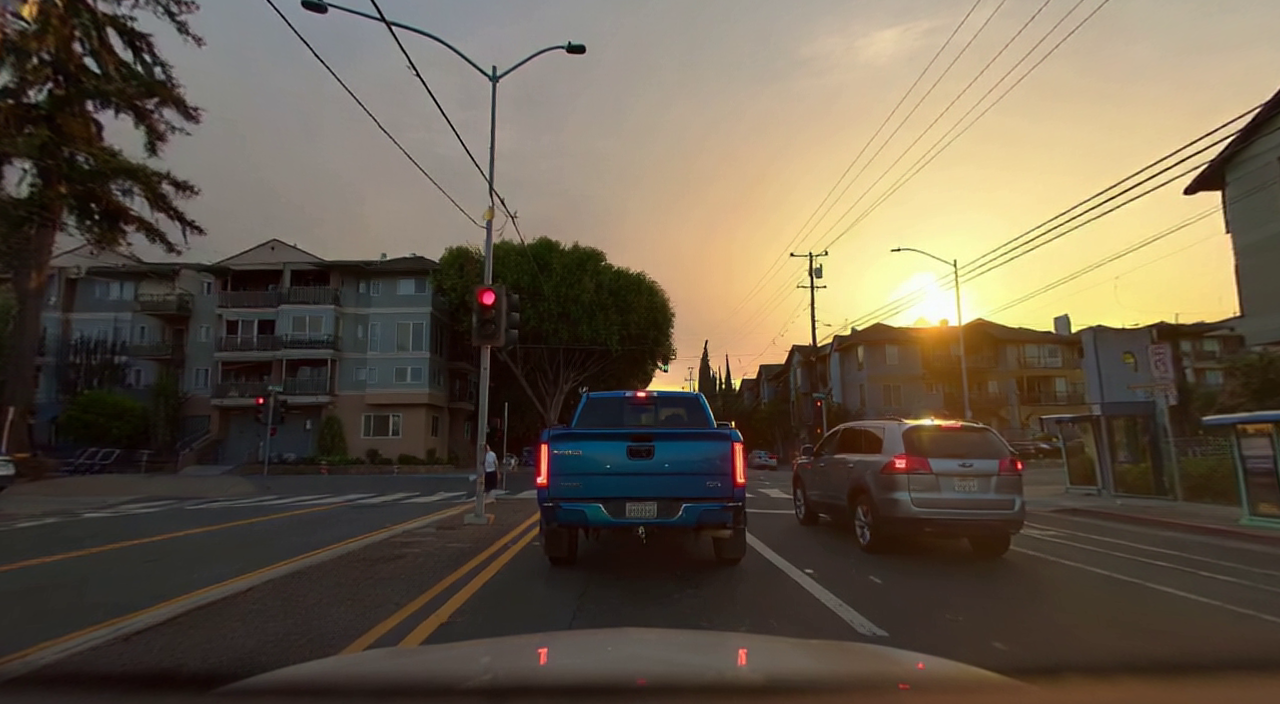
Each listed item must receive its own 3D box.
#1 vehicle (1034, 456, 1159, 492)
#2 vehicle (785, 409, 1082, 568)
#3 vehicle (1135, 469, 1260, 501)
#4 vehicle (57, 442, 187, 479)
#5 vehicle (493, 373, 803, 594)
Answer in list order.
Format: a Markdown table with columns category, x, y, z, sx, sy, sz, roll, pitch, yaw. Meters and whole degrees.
| category | x | y | z | sx | sy | sz | roll | pitch | yaw |
| --- | --- | --- | --- | --- | --- | --- | --- | --- | --- |
| vehicle | 21.728 | 5.814 | 30.117 | 4.498 | 1.618 | 1.843 | 0 | -8 | 0 |
| vehicle | 3.841 | 1.882 | 9.496 | 2.131 | 1.759 | 4.762 | 0 | -8 | 0 |
| vehicle | 26.401 | 6.282 | 29.927 | 4.071 | 1.388 | 1.884 | 0 | -8 | 1 |
| vehicle | -24.894 | 5.199 | 30.394 | 4.563 | 1.692 | 1.778 | 0 | -9 | -2 |
| vehicle | 0.107 | 1.539 | 8.222 | 2.738 | 1.959 | 5.070 | 0 | -8 | 1 |
